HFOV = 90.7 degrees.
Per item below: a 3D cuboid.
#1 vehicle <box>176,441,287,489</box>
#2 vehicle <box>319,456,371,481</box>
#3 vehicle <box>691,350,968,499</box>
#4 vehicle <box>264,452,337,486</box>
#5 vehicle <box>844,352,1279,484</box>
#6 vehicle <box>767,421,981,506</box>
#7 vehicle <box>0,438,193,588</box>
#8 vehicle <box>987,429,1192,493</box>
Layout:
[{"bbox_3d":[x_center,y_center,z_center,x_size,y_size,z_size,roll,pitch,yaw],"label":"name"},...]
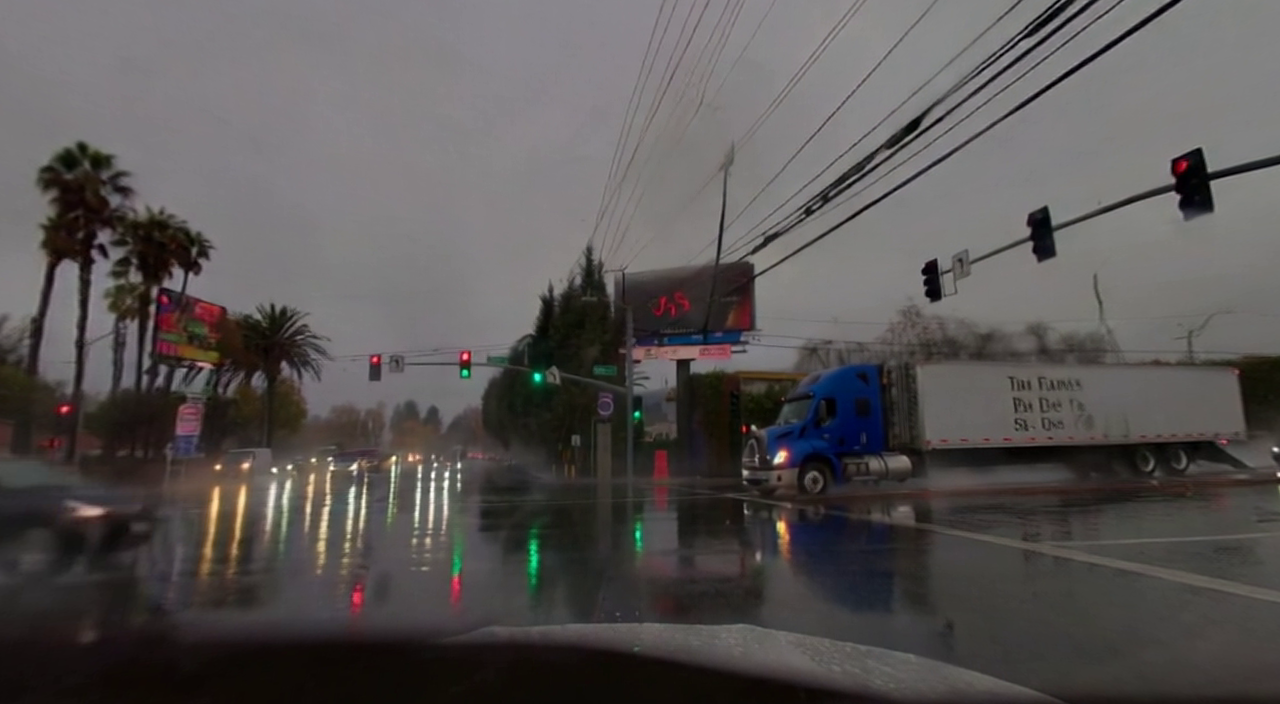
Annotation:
[{"bbox_3d":[-24.100,6.659,37.760,2.989,2.573,6.053,0,-9,-5],"label":"vehicle"},{"bbox_3d":[-20.900,8.236,45.023,1.834,1.521,4.970,1,-9,-7],"label":"vehicle"},{"bbox_3d":[6.103,2.430,21.008,8.167,4.352,3.029,1,-9,-12],"label":"vehicle"},{"bbox_3d":[-19.632,6.767,36.863,2.028,1.744,4.876,1,-9,-7],"label":"vehicle"},{"bbox_3d":[16.122,2.481,23.212,17.071,4.151,2.876,1,-9,-12],"label":"vehicle"},{"bbox_3d":[6.497,3.107,17.840,5.079,1.893,2.200,-2,-10,-13],"label":"vehicle"},{"bbox_3d":[-8.464,1.751,7.129,5.114,1.492,2.040,1,-9,-11],"label":"vehicle"},{"bbox_3d":[13.446,3.266,19.052,4.958,1.510,1.949,-2,-10,-11],"label":"vehicle"}]
